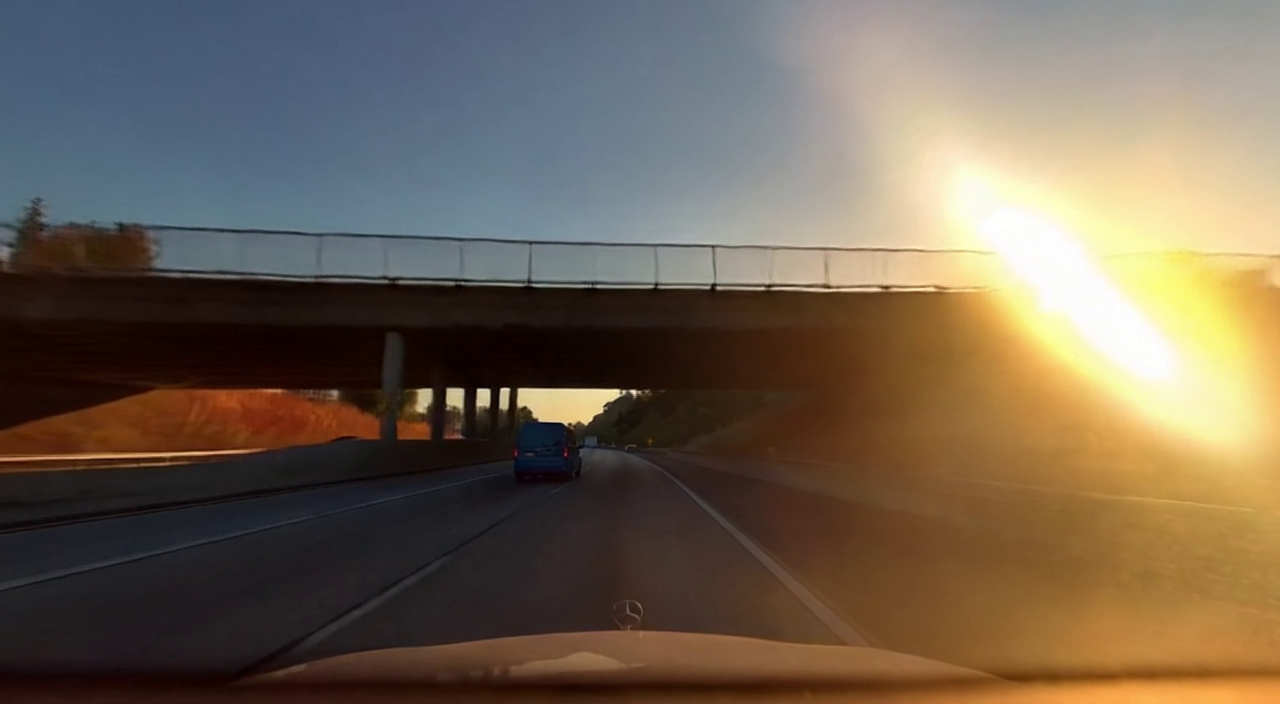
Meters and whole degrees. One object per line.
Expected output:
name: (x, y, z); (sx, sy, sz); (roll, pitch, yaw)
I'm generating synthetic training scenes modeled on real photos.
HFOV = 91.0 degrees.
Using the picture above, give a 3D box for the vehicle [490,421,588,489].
vehicle: (-3.089, 3.308, 20.492); (2.372, 1.891, 5.061); (0, -8, 0)
